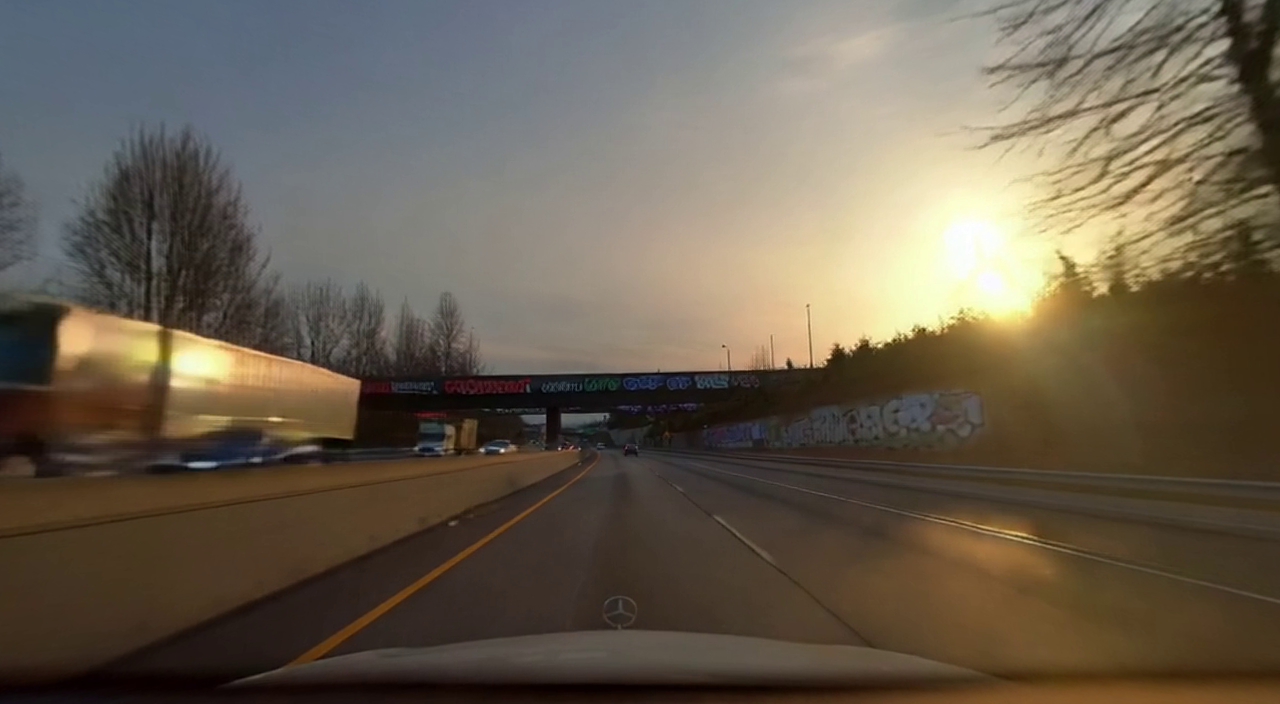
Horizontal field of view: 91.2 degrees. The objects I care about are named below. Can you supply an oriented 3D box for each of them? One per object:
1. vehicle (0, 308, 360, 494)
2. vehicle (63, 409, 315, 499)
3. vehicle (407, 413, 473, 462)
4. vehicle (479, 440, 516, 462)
[{"bbox_3d":[-13.728,2.115,20.688,2.885,4.088,13.949,0,-9,-2],"label":"vehicle"},{"bbox_3d":[-9.346,2.196,13.657,2.046,1.609,4.642,0,-9,-1],"label":"vehicle"},{"bbox_3d":[-15.180,6.658,48.205,2.751,3.441,7.312,0,-9,-2],"label":"vehicle"},{"bbox_3d":[-10.316,7.223,45.607,1.857,1.490,4.145,0,-9,-2],"label":"vehicle"}]
